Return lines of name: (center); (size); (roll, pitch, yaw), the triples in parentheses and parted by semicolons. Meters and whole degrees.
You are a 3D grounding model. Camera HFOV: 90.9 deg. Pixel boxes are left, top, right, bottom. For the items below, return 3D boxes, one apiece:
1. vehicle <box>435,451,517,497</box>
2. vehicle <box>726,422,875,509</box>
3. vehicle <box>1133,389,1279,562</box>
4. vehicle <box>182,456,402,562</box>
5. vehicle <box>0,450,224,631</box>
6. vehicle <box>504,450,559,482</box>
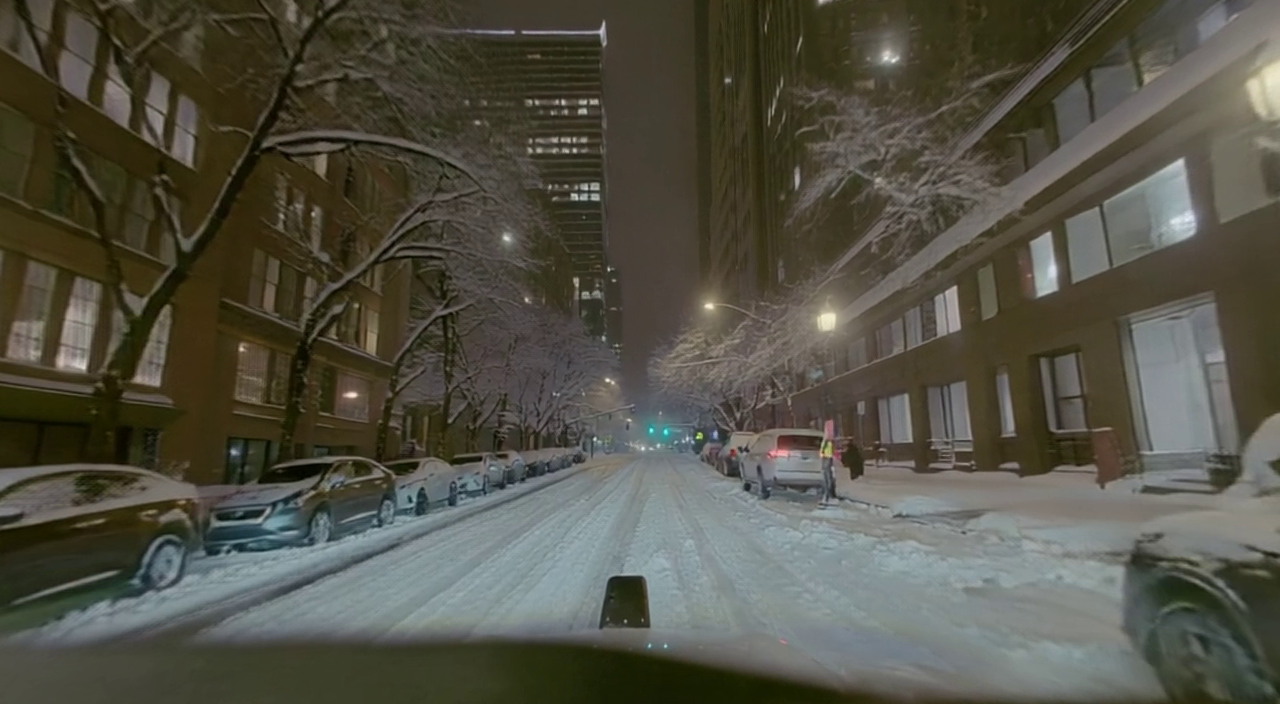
vehicle: (-6.295, 4.705, 24.726); (2.110, 1.498, 4.555); (-2, -8, -1)
vehicle: (4.292, 3.183, 18.287); (2.568, 2.001, 5.999); (-2, -8, -1)
vehicle: (9.393, 1.414, 7.598); (4.772, 1.876, 2.400); (-1, -9, 1)
vehicle: (-6.700, 3.003, 12.911); (1.944, 1.574, 4.717); (-2, -8, -1)
vehicle: (-6.918, 1.893, 6.530); (2.123, 1.596, 4.659); (-2, -8, -1)
vehicle: (-5.945, 6.274, 35.084); (2.270, 1.539, 4.855); (-2, -8, -1)
